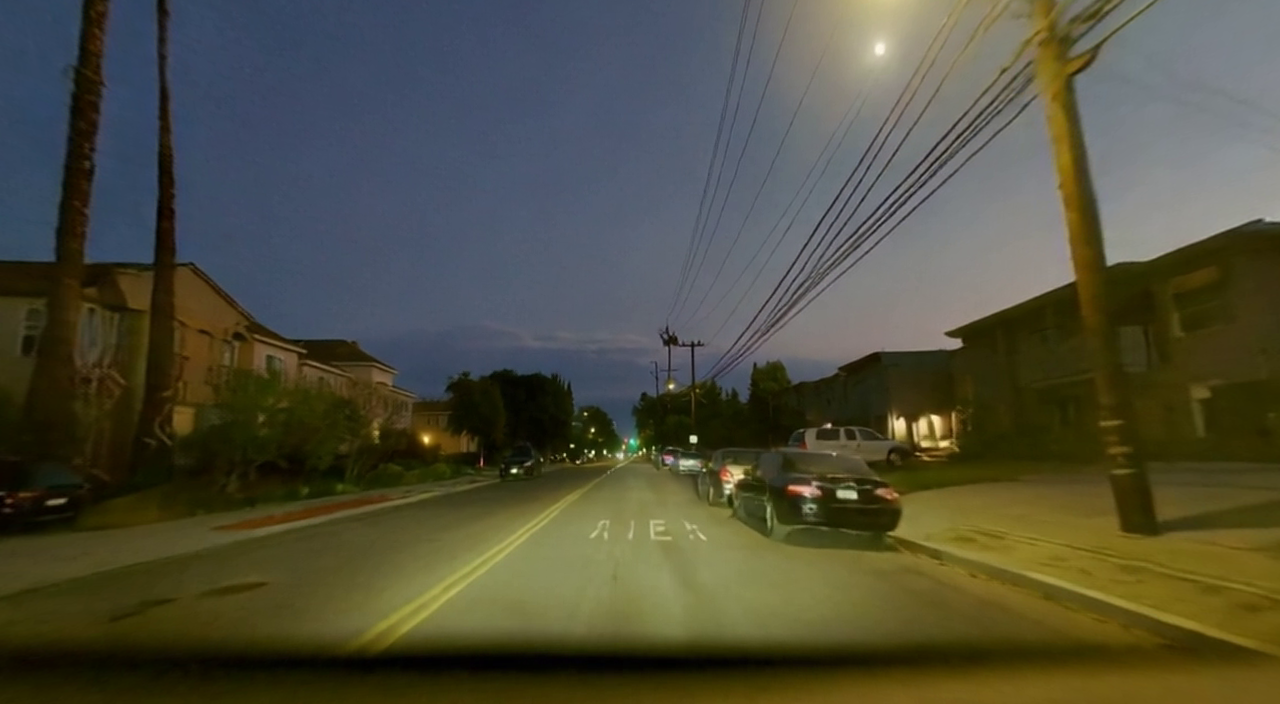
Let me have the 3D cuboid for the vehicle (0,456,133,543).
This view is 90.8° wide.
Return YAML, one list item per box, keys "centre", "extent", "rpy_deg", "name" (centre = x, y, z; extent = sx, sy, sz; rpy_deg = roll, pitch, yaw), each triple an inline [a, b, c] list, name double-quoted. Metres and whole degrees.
- centre: [-12.331, 2.662, 11.731]
  extent: [4.274, 1.422, 1.797]
  rpy_deg: [0, -8, 2]
  name: "vehicle"

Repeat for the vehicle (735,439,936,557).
- centre: [2.788, 2.145, 10.008]
  extent: [1.870, 1.490, 3.802]
  rpy_deg: [0, -8, -2]
  name: "vehicle"

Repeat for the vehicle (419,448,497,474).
- centre: [-12.120, 7.289, 42.320]
  extent: [4.529, 1.677, 2.204]
  rpy_deg: [0, -8, 0]
  name: "vehicle"

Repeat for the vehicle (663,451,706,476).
- centre: [2.453, 6.264, 35.592]
  extent: [1.827, 1.286, 3.684]
  rpy_deg: [1, -8, -5]
  name: "vehicle"

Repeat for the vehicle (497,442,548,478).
- centre: [-6.932, 6.504, 37.690]
  extent: [2.156, 1.932, 4.518]
  rpy_deg: [-2, -11, 1]
  name: "vehicle"
